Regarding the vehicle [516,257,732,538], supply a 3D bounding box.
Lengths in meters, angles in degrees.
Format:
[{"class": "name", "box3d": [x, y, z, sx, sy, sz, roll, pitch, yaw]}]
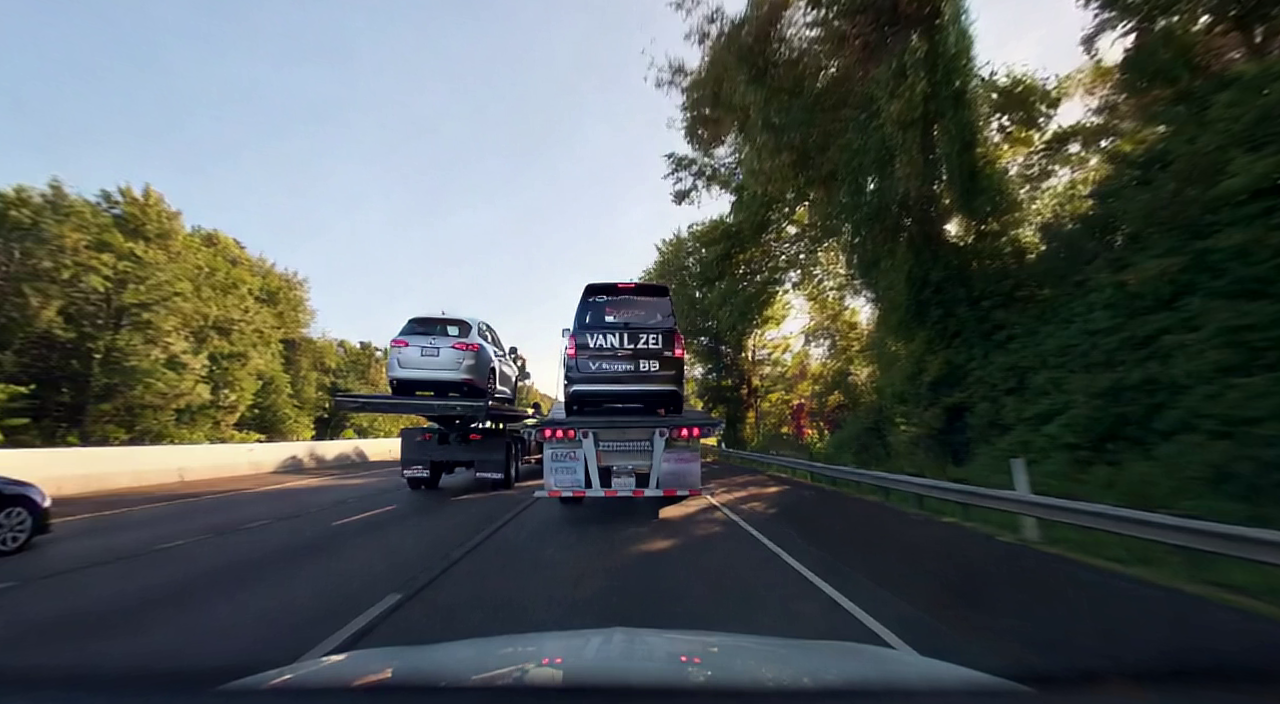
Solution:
[{"class": "vehicle", "box3d": [-0.399, 1.137, 12.783, 2.738, 3.628, 9.223, 0, -7, -3]}]

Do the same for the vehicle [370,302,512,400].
[{"class": "vehicle", "box3d": [-4.596, 0.145, 15.422, 2.118, 1.799, 4.591, 0, -7, -2]}]

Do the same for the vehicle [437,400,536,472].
[{"class": "vehicle", "box3d": [-4.598, 2.609, 19.676, 2.258, 1.970, 4.402, 0, -8, -4]}]
